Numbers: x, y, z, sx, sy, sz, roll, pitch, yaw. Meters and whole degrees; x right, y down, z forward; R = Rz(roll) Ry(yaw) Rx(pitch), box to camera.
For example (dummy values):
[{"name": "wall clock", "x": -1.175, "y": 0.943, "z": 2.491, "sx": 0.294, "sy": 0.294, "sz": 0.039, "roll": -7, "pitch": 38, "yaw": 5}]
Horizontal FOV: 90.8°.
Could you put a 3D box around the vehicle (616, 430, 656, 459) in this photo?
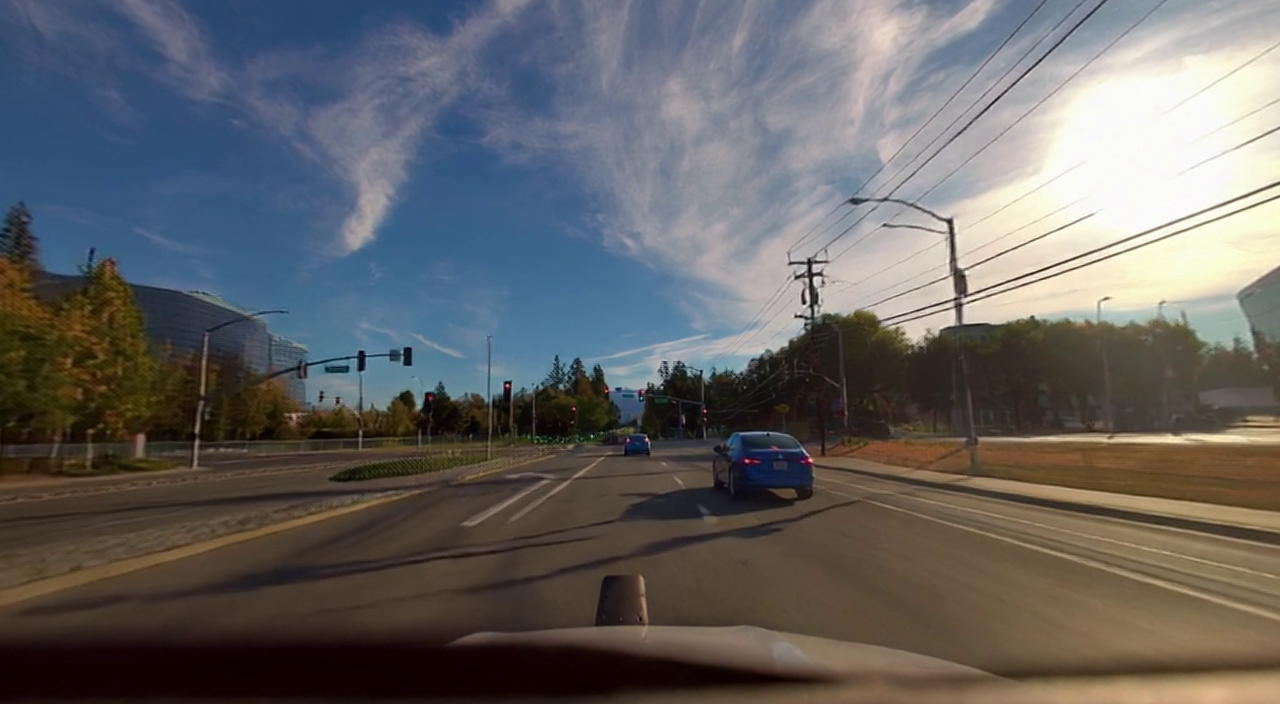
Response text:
[{"name": "vehicle", "x": -0.222, "y": 5.106, "z": 34.988, "sx": 2.110, "sy": 1.466, "sz": 3.860, "roll": 0, "pitch": -8, "yaw": -1}]

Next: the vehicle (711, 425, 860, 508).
[{"name": "vehicle", "x": 2.795, "y": 2.313, "z": 13.262, "sx": 2.004, "sy": 1.448, "sz": 4.263, "roll": 0, "pitch": -8, "yaw": -2}]
